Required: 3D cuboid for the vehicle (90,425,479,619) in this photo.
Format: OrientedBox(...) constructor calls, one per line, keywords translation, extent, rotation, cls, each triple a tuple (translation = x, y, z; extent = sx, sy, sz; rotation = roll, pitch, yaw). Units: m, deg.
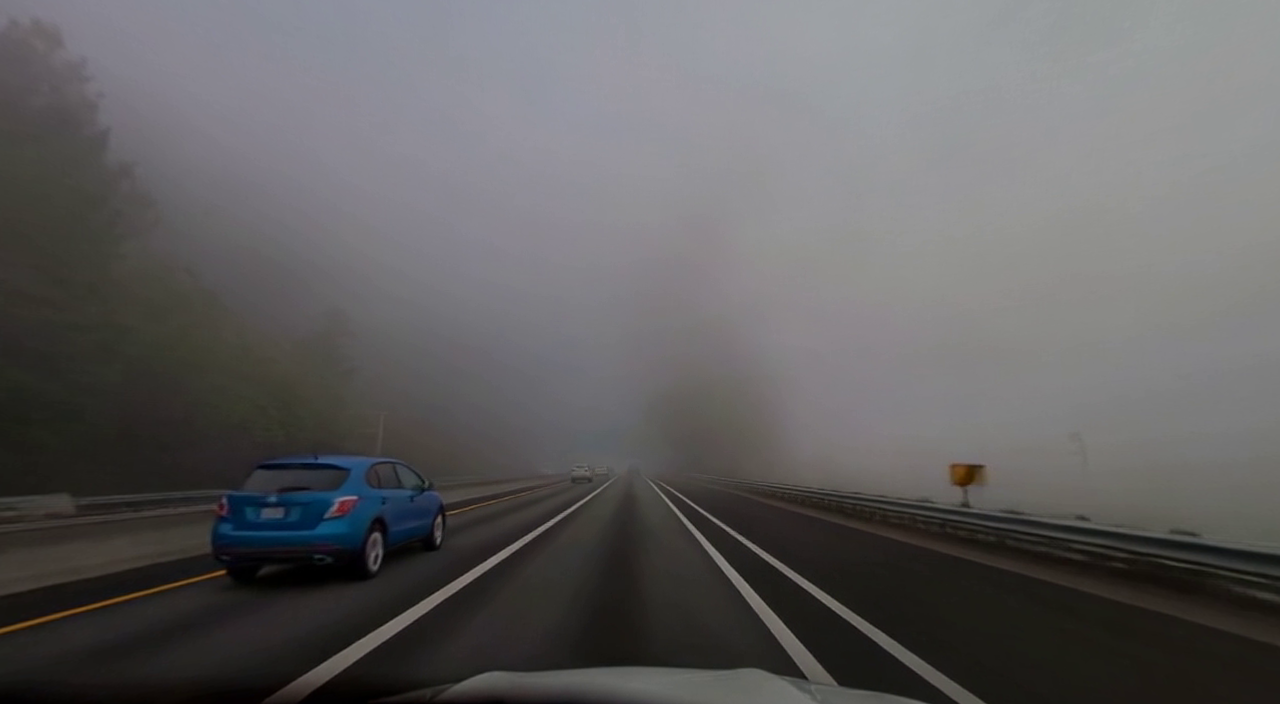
OrientedBox(translation=(-3.746, 1.927, 7.981), extent=(2.123, 1.666, 4.709), rotation=(1, -10, 0), cls="vehicle")
